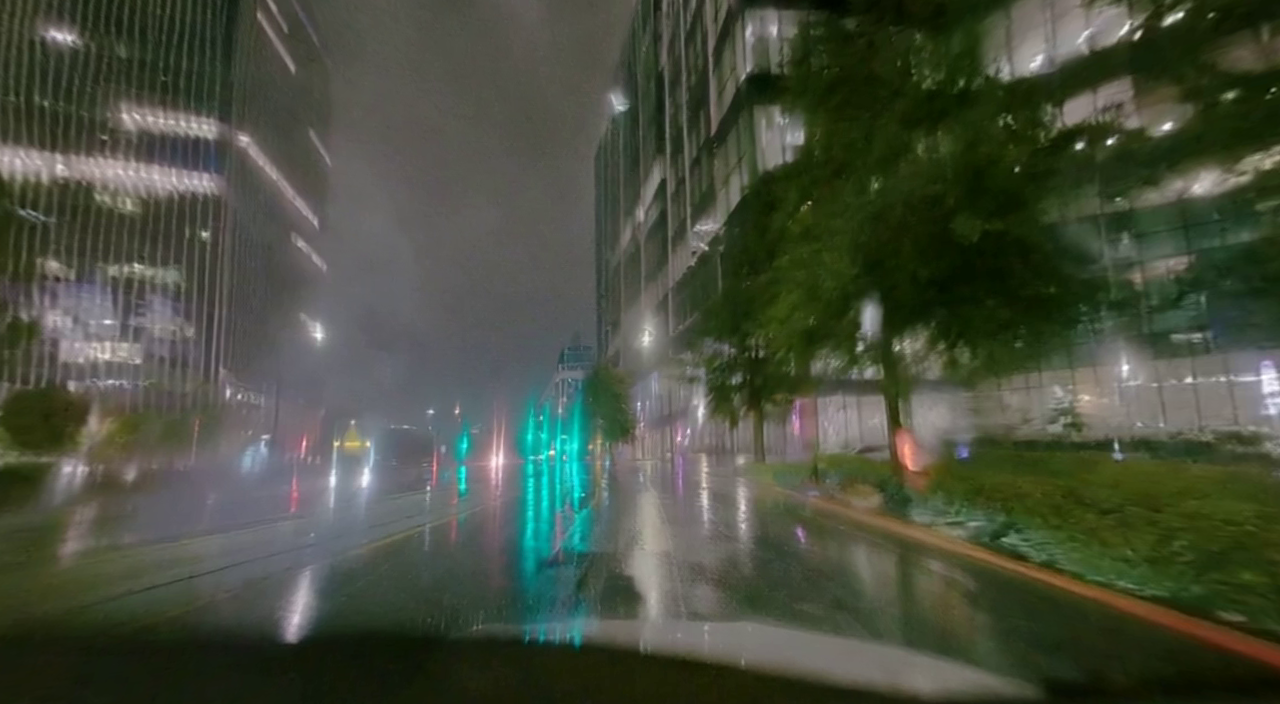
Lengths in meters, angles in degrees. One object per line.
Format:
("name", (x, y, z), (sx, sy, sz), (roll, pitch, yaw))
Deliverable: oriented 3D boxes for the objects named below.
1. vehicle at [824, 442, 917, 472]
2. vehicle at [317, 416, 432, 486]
("vehicle", (13.665, 6.243, 37.556), (4.728, 1.696, 1.973), (0, -8, 3))
("vehicle", (-15.689, 6.012, 38.411), (3.052, 3.601, 10.794), (1, -9, -5))
